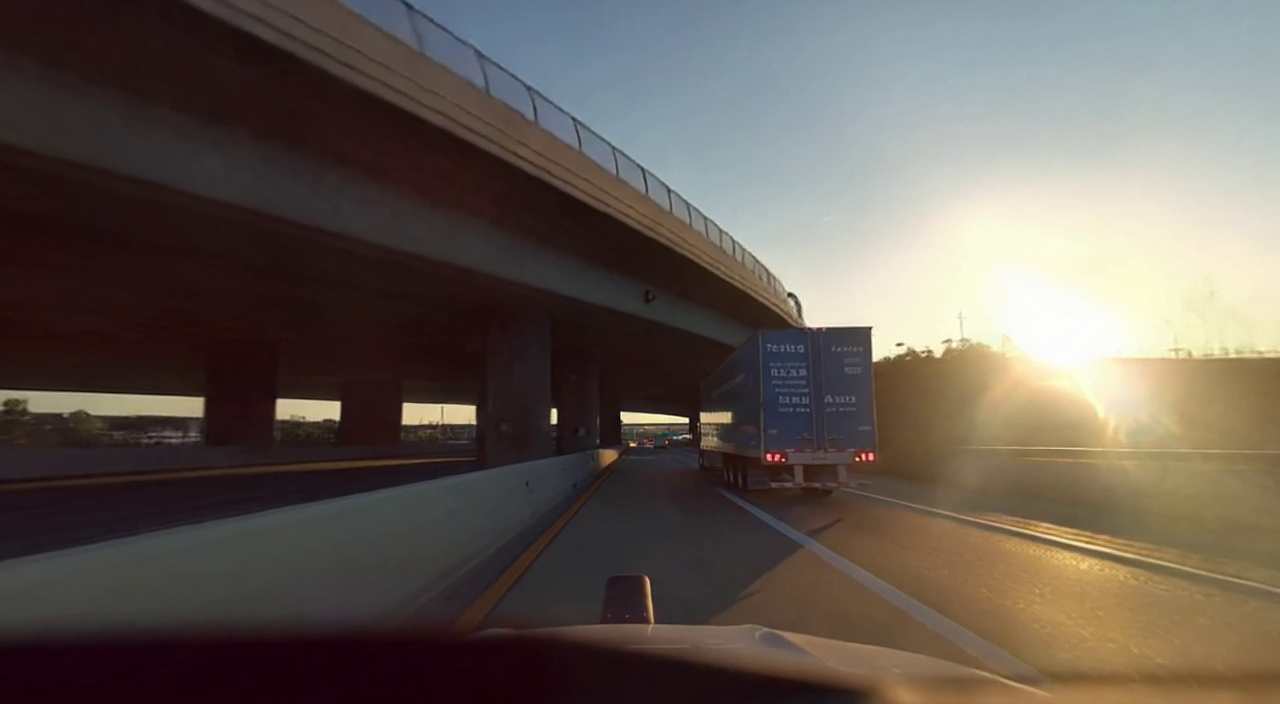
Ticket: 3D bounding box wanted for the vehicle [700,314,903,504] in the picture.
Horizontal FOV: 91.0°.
[{"bbox_3d":[4.098,2.196,20.564,3.006,4.093,14.142,0,-8,0],"label":"vehicle"}]
